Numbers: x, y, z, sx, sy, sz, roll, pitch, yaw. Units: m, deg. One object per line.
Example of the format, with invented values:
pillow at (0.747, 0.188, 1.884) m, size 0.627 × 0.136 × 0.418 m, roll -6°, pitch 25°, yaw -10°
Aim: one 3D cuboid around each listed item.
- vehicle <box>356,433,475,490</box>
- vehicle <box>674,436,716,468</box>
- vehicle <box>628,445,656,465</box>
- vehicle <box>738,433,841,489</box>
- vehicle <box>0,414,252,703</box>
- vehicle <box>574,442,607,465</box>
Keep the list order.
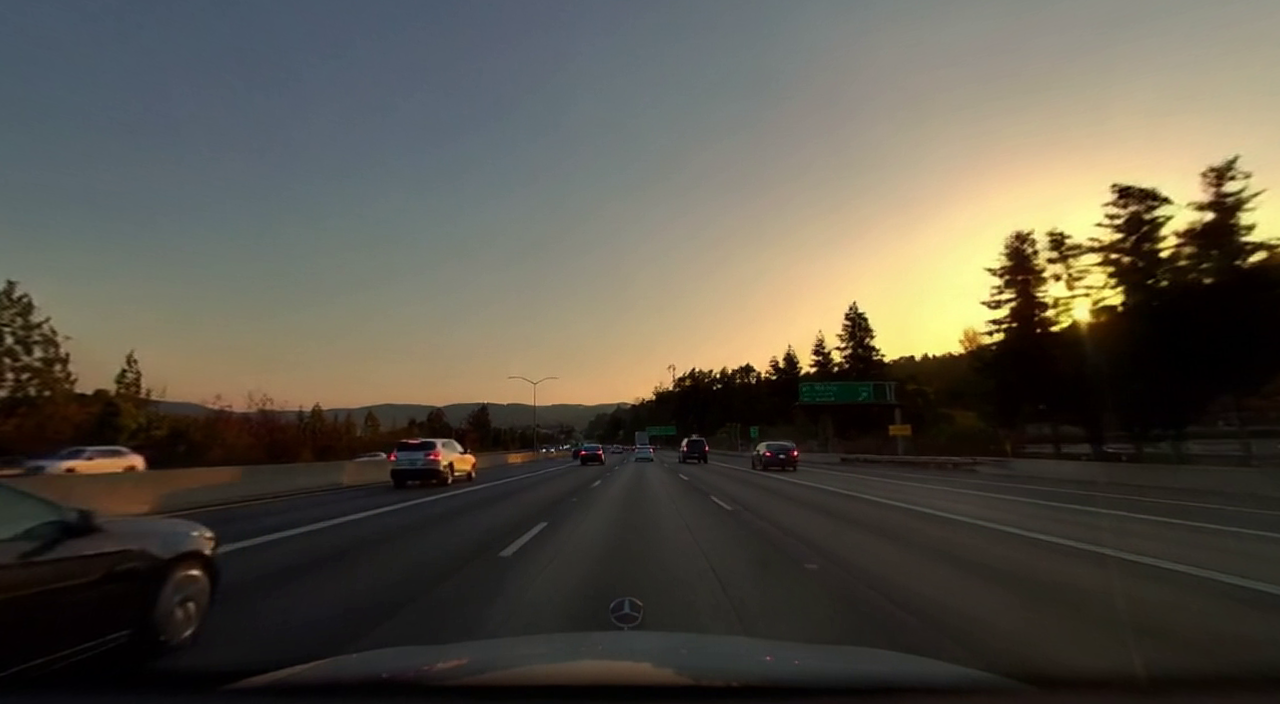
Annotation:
vehicle at (-7.852, 3.881, 22.740) m, size 2.199 × 1.781 × 5.271 m, roll -1°, pitch -8°, yaw 2°
vehicle at (3.641, 6.768, 42.902) m, size 2.348 × 1.991 × 5.460 m, roll 0°, pitch -9°, yaw 0°
vehicle at (0.197, 7.914, 48.484) m, size 2.050 × 1.452 × 3.917 m, roll 0°, pitch -9°, yaw 1°
vehicle at (4.843, 3.618, 21.204) m, size 2.196 × 1.659 × 4.451 m, roll 0°, pitch -9°, yaw -2°
vehicle at (-3.710, 0.898, 1.862) m, size 1.952 × 1.489 × 4.871 m, roll 0°, pitch -9°, yaw 1°
vehicle at (-3.817, 7.975, 49.753) m, size 2.118 × 1.750 × 4.875 m, roll -1°, pitch -9°, yaw 2°
